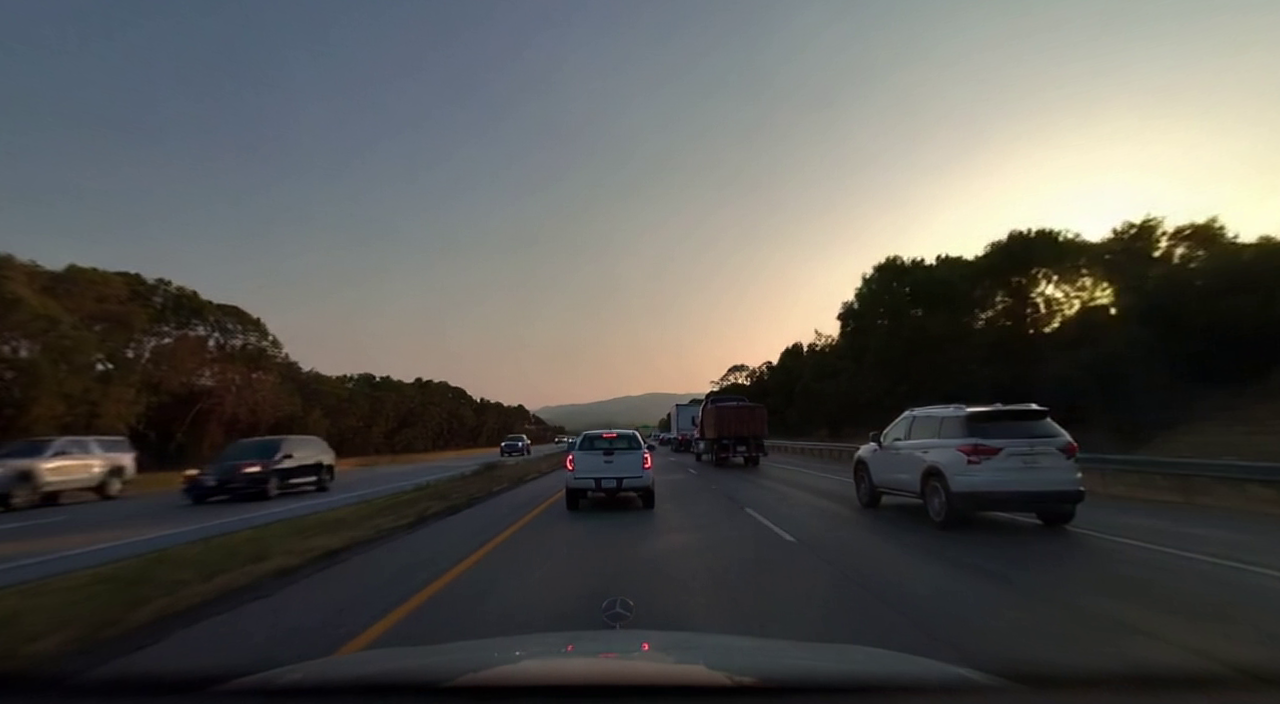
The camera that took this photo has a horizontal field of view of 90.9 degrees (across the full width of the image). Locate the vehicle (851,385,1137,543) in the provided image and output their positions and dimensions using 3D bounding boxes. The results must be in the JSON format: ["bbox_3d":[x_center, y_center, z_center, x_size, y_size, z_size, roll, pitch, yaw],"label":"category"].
[{"bbox_3d":[4.951,1.604,9.633,2.011,1.905,3.905,0,-8,-1],"label":"vehicle"}]

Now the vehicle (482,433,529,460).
[{"bbox_3d":[-8.847,6.217,41.838,2.052,1.652,4.268,0,-8,1],"label":"vehicle"}]

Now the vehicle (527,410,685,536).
[{"bbox_3d":[-0.487,1.863,10.398,2.082,1.638,4.055,0,-8,-1],"label":"vehicle"}]

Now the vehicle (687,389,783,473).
[{"bbox_3d":[3.754,3.396,27.074,2.723,3.027,8.478,0,-8,0],"label":"vehicle"}]

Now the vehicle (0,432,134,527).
[{"bbox_3d":[-13.416,2.618,13.264,1.949,1.833,4.237,0,-8,0],"label":"vehicle"}]

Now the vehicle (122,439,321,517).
[{"bbox_3d":[-8.841,2.631,13.765,1.756,1.446,3.661,0,-8,1],"label":"vehicle"}]
